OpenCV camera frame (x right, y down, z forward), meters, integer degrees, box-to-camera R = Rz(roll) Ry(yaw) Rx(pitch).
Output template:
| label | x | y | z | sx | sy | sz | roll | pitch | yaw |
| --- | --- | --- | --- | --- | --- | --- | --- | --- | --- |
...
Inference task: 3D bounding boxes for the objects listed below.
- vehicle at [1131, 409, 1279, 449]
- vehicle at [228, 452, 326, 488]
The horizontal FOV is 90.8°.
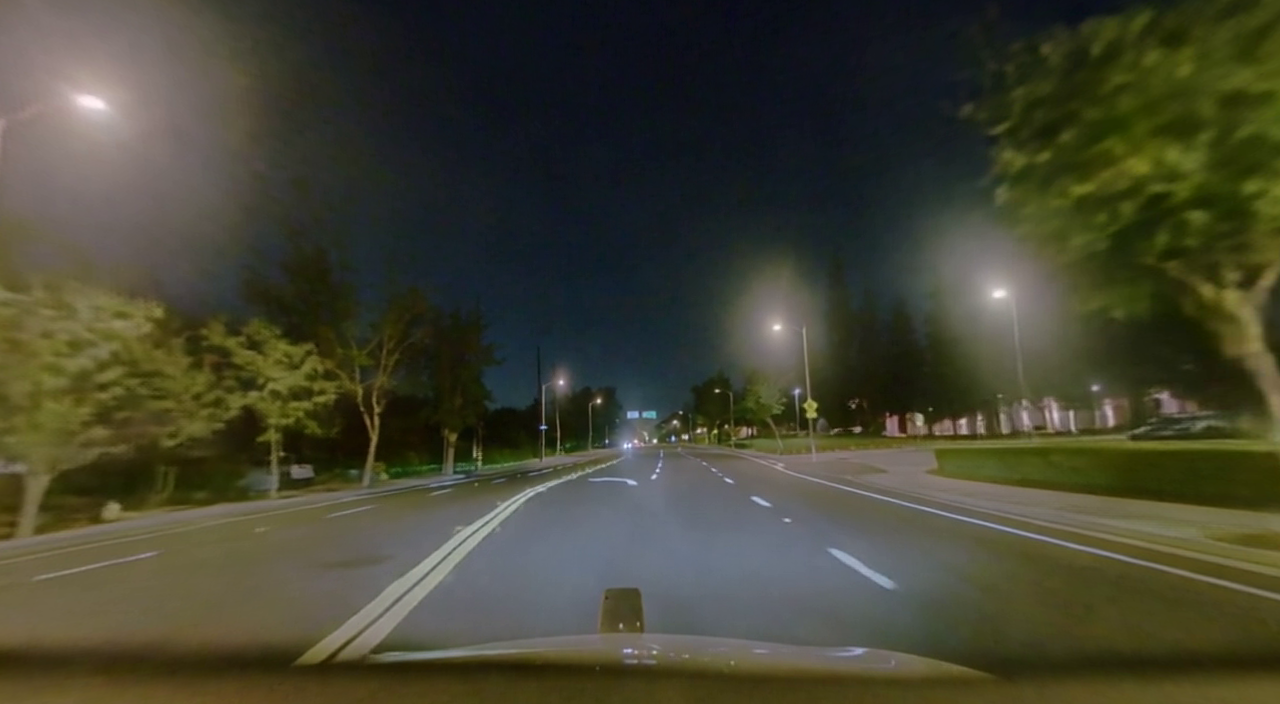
| label | x | y | z | sx | sy | sz | roll | pitch | yaw |
| --- | --- | --- | --- | --- | --- | --- | --- | --- | --- |
| vehicle | 21.078 | 2.832 | 23.026 | 4.621 | 1.393 | 1.824 | -1 | -9 | 6 |
| vehicle | -19.547 | 6.350 | 34.333 | 2.030 | 1.759 | 4.949 | -1 | -9 | 5 |
